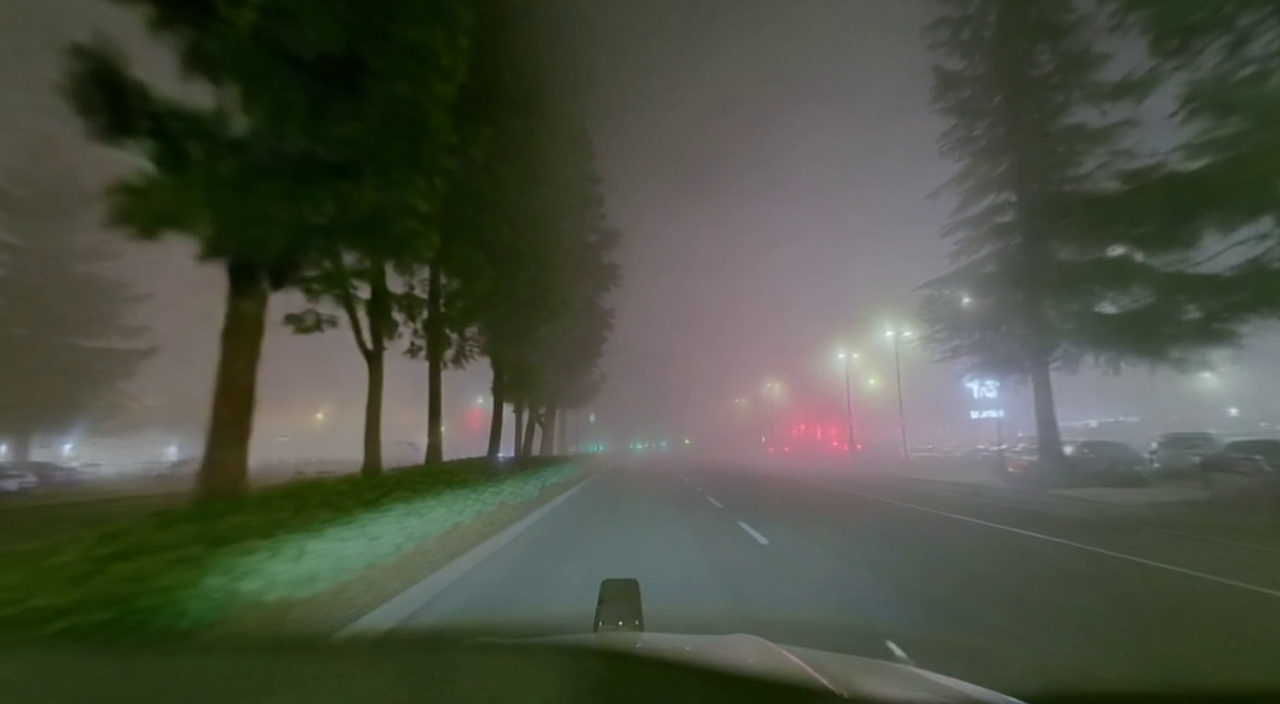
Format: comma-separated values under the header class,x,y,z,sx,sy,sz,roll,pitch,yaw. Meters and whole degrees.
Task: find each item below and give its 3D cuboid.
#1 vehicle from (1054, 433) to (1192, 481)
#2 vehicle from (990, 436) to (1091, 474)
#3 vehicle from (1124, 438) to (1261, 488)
class,x,y,z,sx,sy,sz,roll,pitch,yaw
vehicle,17.664,3.820,23.073,4.741,1.584,1.958,4,-11,-26
vehicle,18.354,4.702,28.952,4.197,1.612,1.784,4,-9,-25
vehicle,18.007,3.563,20.579,3.882,1.455,1.858,4,-9,-26
